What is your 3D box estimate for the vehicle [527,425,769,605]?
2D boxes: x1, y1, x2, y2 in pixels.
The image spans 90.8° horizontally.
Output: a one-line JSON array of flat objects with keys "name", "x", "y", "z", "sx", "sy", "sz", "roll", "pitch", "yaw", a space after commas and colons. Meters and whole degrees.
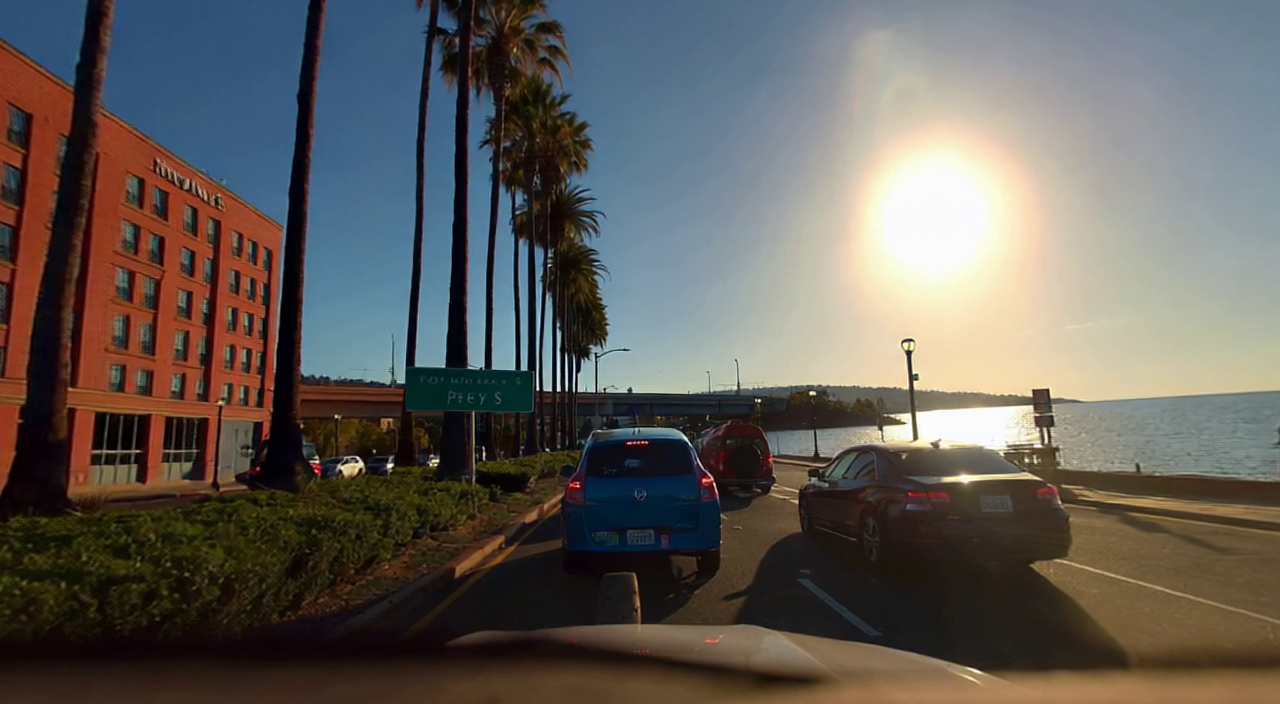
[{"name": "vehicle", "x": 0.058, "y": 1.666, "z": 7.276, "sx": 2.048, "sy": 1.503, "sz": 3.681, "roll": 0, "pitch": -9, "yaw": 0}]

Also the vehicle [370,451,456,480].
[{"name": "vehicle", "x": -14.951, "y": 7.466, "z": 41.656, "sx": 4.852, "sy": 1.802, "sz": 2.104, "roll": -2, "pitch": -9, "yaw": 9}]

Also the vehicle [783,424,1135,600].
[{"name": "vehicle", "x": 3.263, "y": 1.712, "z": 7.710, "sx": 1.920, "sy": 1.490, "sz": 4.417, "roll": 0, "pitch": -9, "yaw": -1}]
